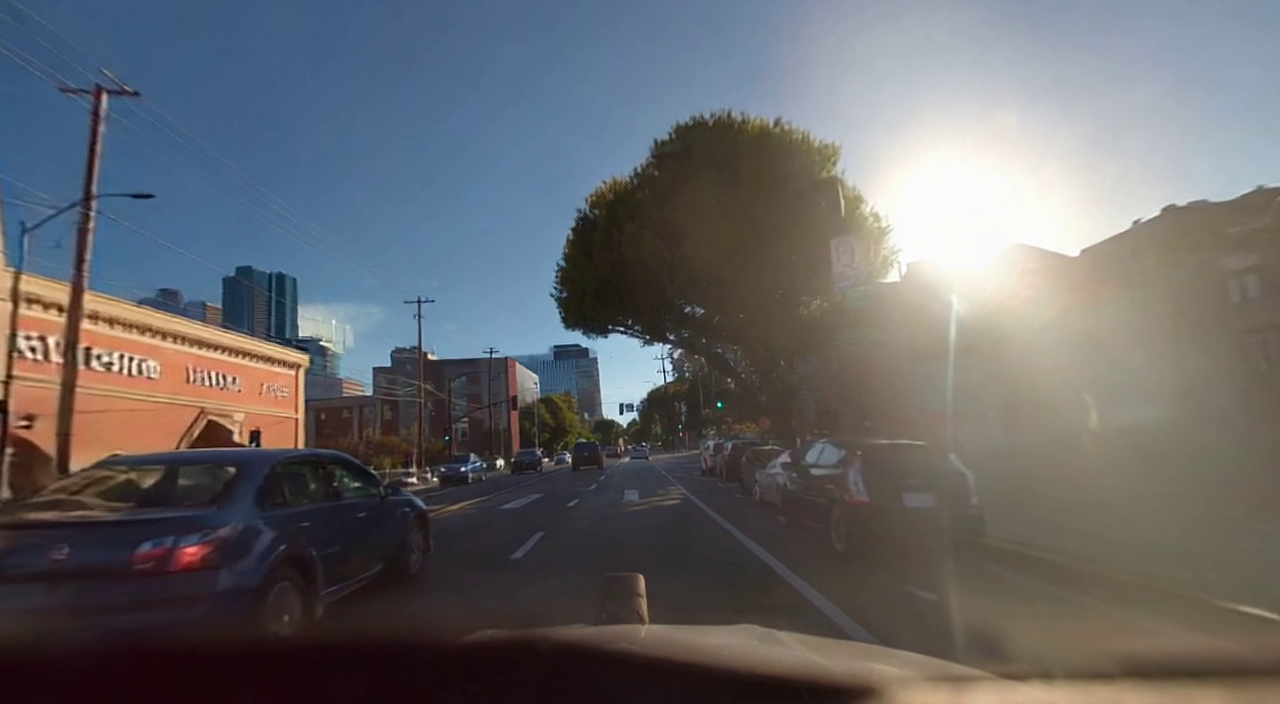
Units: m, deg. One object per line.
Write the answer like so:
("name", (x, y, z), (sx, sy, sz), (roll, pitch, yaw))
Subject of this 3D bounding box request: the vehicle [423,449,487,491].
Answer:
("vehicle", (-9.084, 5.788, 31.351), (1.965, 1.868, 4.012), (0, -8, 0))

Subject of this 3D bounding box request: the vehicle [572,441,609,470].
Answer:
("vehicle", (-3.550, 7.492, 45.904), (2.293, 1.936, 4.737), (0, -8, 0))

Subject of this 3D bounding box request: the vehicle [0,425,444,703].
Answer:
("vehicle", (-3.320, 1.431, 4.932), (2.089, 1.547, 4.635), (0, -8, 0))

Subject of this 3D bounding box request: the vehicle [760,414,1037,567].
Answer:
("vehicle", (3.297, 1.878, 9.339), (2.206, 1.664, 4.578), (-1, -9, 1))
